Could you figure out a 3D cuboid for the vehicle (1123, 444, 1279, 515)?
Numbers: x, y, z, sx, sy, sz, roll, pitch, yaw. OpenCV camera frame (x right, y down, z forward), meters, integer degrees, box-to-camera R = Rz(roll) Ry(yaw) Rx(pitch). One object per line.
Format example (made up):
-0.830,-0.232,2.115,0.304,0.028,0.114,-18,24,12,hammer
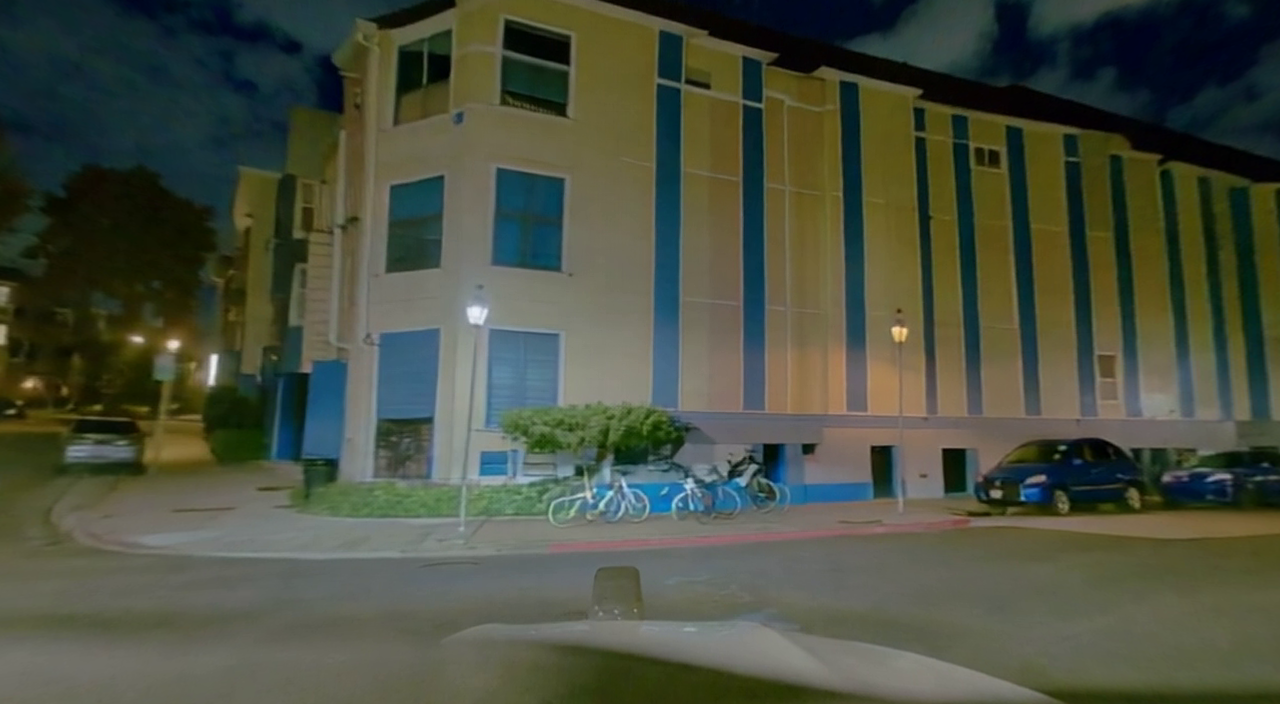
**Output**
13.767,2.893,14.773,4.294,1.427,1.830,3,-8,-22,vehicle

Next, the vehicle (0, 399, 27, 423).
-41.716,3.898,41.255,1.777,1.459,3.676,7,-10,-41,vehicle

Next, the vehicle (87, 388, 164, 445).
-20.795,2.671,25.448,2.072,2.074,4.358,6,-10,-39,vehicle

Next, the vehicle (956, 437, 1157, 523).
8.376,2.476,12.680,3.414,1.519,1.719,3,-8,-24,vehicle
